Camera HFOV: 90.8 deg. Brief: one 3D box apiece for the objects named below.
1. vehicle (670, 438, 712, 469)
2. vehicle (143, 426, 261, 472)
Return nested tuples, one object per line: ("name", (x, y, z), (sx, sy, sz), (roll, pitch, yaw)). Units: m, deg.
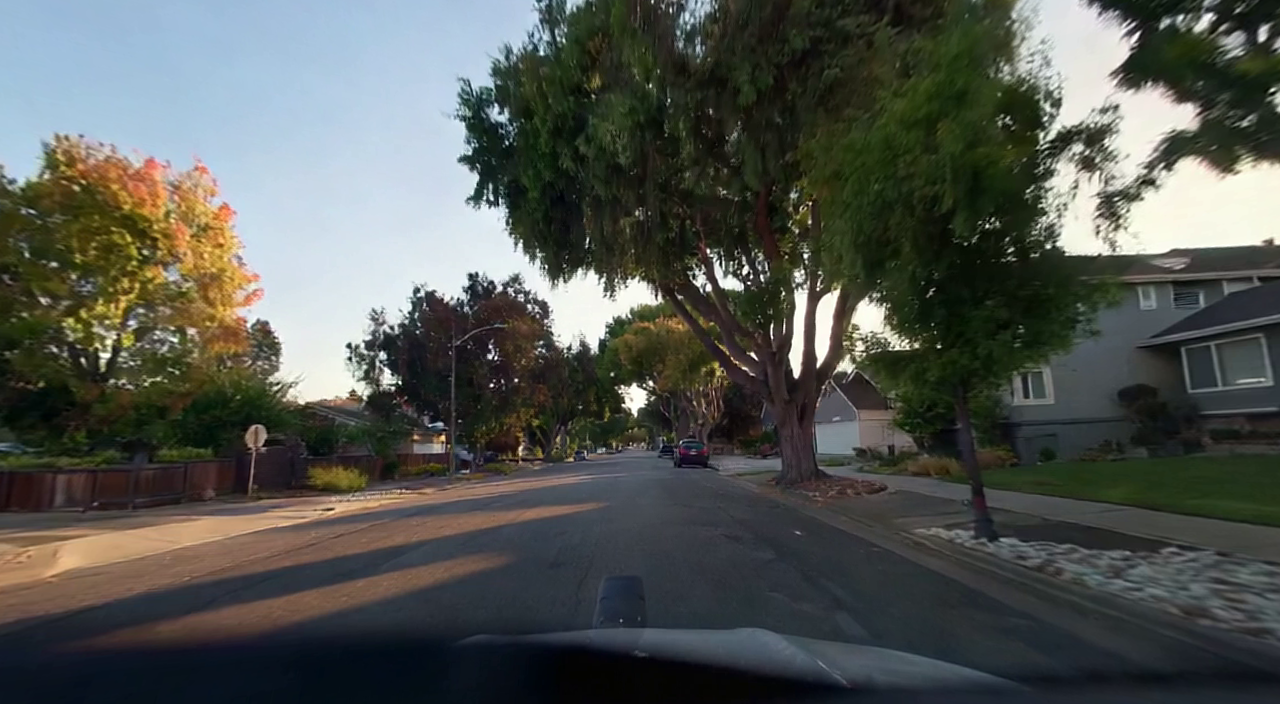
("vehicle", (3.055, 6.185, 38.730), (2.055, 1.738, 4.448), (0, -9, -1))
("vehicle", (-29.024, 6.593, 42.294), (2.735, 2.720, 6.677), (-2, -10, 3))
